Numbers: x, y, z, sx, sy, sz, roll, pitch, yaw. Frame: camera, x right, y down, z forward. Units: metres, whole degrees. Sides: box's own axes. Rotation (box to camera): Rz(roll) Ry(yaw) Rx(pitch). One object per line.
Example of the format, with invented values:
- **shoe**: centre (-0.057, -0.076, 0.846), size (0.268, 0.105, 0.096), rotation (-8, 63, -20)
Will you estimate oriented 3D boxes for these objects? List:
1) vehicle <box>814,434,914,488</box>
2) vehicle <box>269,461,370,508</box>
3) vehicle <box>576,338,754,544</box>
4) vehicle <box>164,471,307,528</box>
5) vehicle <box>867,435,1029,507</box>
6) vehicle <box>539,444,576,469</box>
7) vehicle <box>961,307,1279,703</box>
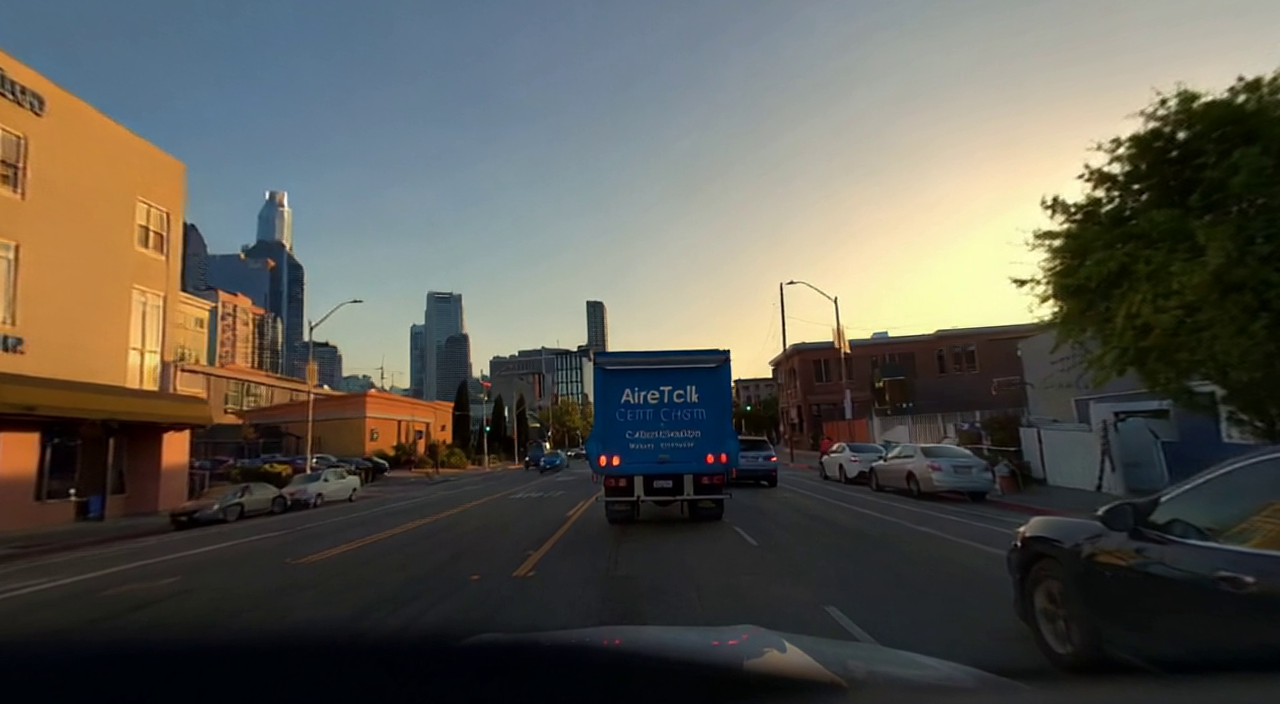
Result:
- **vehicle**: centre (7.610, 3.731, 21.811), size (1.946, 1.680, 4.270), rotation (0, -9, 1)
- **vehicle**: centre (-13.362, 5.523, 26.491), size (1.943, 1.682, 4.365), rotation (0, -9, 0)
- **vehicle**: centre (0.237, 1.706, 12.112), size (2.517, 2.926, 6.177), rotation (0, -9, -2)
- **vehicle**: centre (-13.464, 4.898, 21.286), size (1.901, 1.508, 4.405), rotation (0, -8, 0)
- **vehicle**: centre (7.551, 2.936, 15.968), size (1.951, 1.548, 4.290), rotation (0, -9, 1)
- **vehicle**: centre (-5.978, 7.625, 45.883), size (2.046, 1.711, 4.320), rotation (0, -8, 1)
- **vehicle**: centre (3.421, 0.739, 2.355), size (2.104, 1.786, 4.498), rotation (0, -9, 1)
